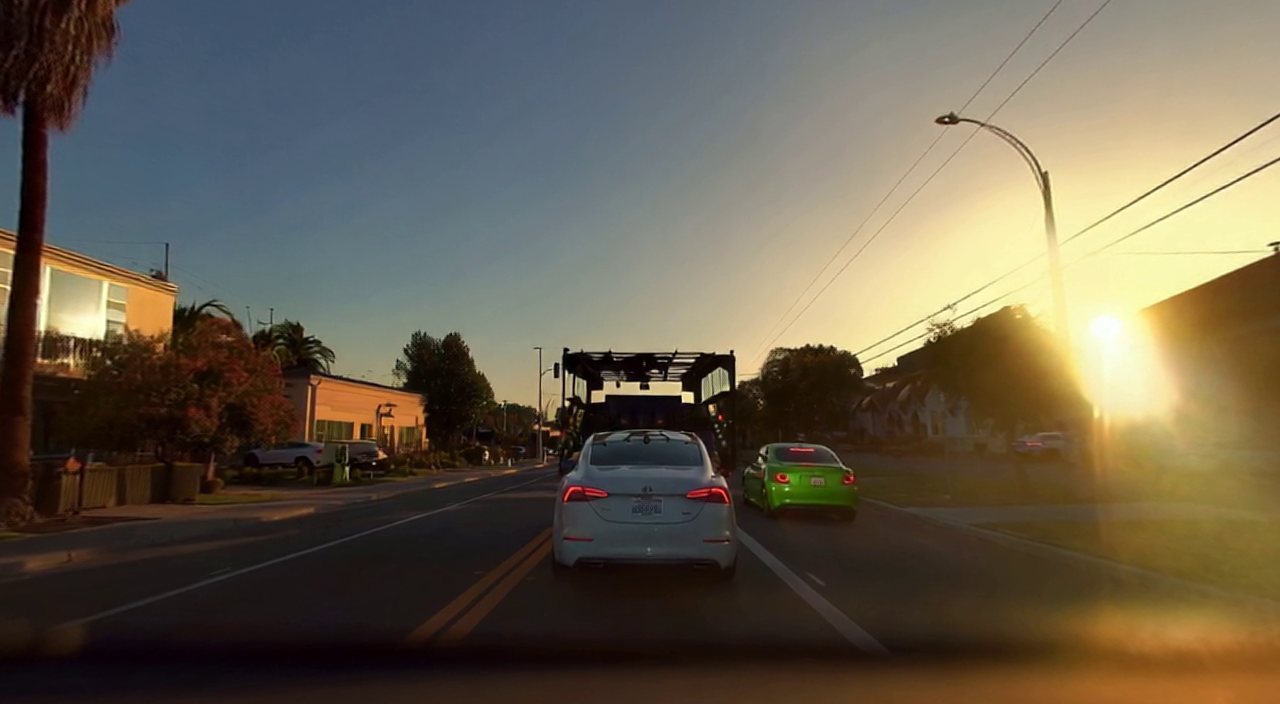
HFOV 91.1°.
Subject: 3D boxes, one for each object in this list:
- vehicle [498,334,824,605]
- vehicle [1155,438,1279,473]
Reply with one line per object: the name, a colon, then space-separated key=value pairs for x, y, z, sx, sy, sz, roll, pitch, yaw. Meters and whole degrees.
vehicle: x=0.177 y=1.466 z=8.654 sx=2.728 sy=2.305 sz=6.506 roll=0 pitch=-9 yaw=0
vehicle: x=28.574 y=5.094 z=31.129 sx=4.193 sy=1.633 sz=1.928 roll=-4 pitch=-9 yaw=26
